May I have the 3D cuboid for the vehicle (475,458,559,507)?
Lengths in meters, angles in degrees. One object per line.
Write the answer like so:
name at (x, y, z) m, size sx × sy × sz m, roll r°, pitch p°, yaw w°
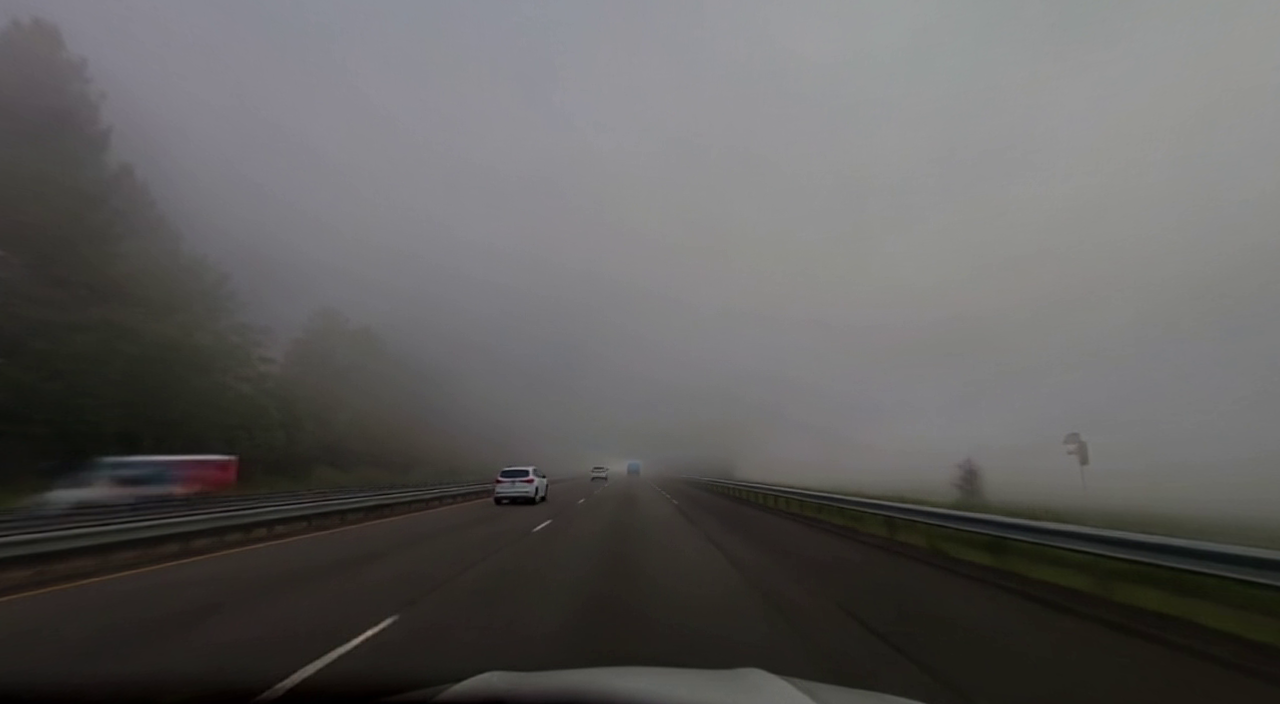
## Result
vehicle at (-4.257, 4.641, 22.652) m, size 2.040 × 1.525 × 4.603 m, roll 1°, pitch -11°, yaw 1°

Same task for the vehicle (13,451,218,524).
vehicle at (-13.198, 3.437, 16.247) m, size 1.814 × 1.610 × 3.906 m, roll 1°, pitch -11°, yaw 0°
